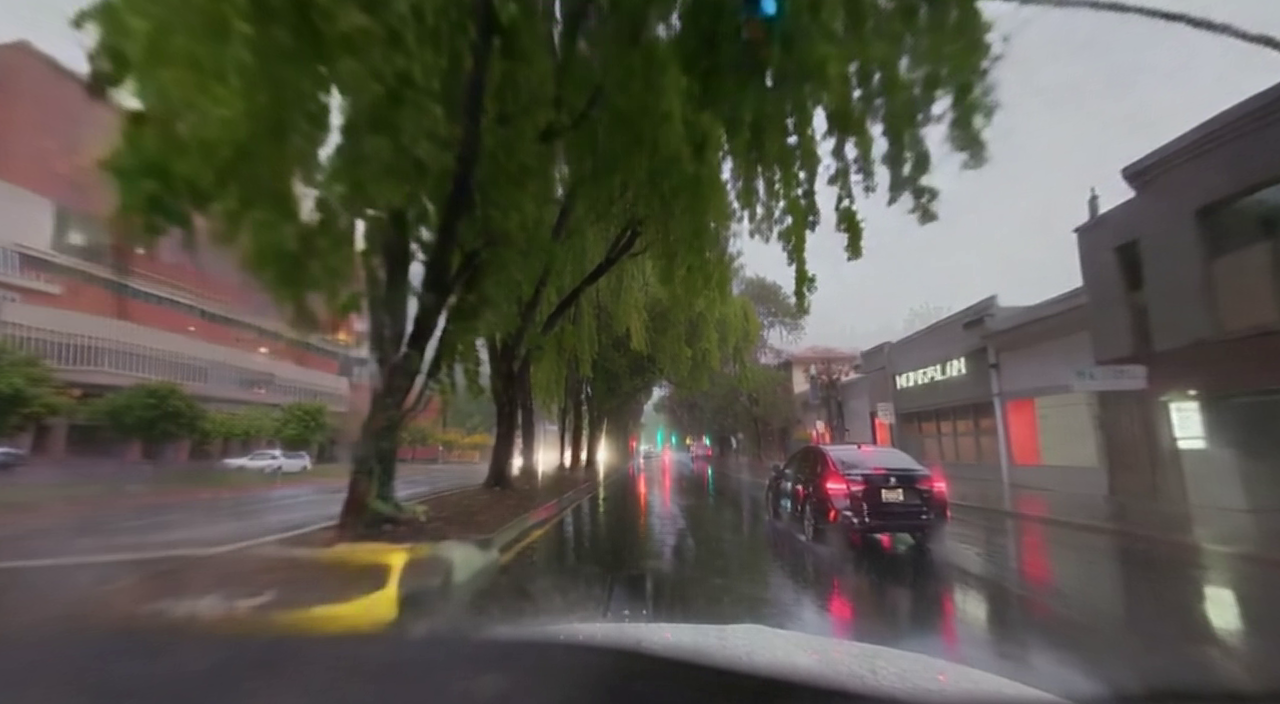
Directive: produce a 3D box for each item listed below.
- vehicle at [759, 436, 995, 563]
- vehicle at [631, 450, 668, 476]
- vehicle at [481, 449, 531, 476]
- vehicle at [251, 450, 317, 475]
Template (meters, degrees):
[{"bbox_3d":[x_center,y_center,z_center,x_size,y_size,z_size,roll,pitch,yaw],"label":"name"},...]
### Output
[{"bbox_3d":[3.238,2.082,9.653,1.989,1.498,4.050,0,-9,-1],"label":"vehicle"},{"bbox_3d":[0.532,6.135,35.026,1.945,1.343,3.827,0,-9,0],"label":"vehicle"},{"bbox_3d":[-7.963,6.592,37.932,1.958,1.487,4.451,0,-9,1],"label":"vehicle"},{"bbox_3d":[-26.447,8.209,47.014,1.913,1.678,5.017,0,-8,1],"label":"vehicle"}]
